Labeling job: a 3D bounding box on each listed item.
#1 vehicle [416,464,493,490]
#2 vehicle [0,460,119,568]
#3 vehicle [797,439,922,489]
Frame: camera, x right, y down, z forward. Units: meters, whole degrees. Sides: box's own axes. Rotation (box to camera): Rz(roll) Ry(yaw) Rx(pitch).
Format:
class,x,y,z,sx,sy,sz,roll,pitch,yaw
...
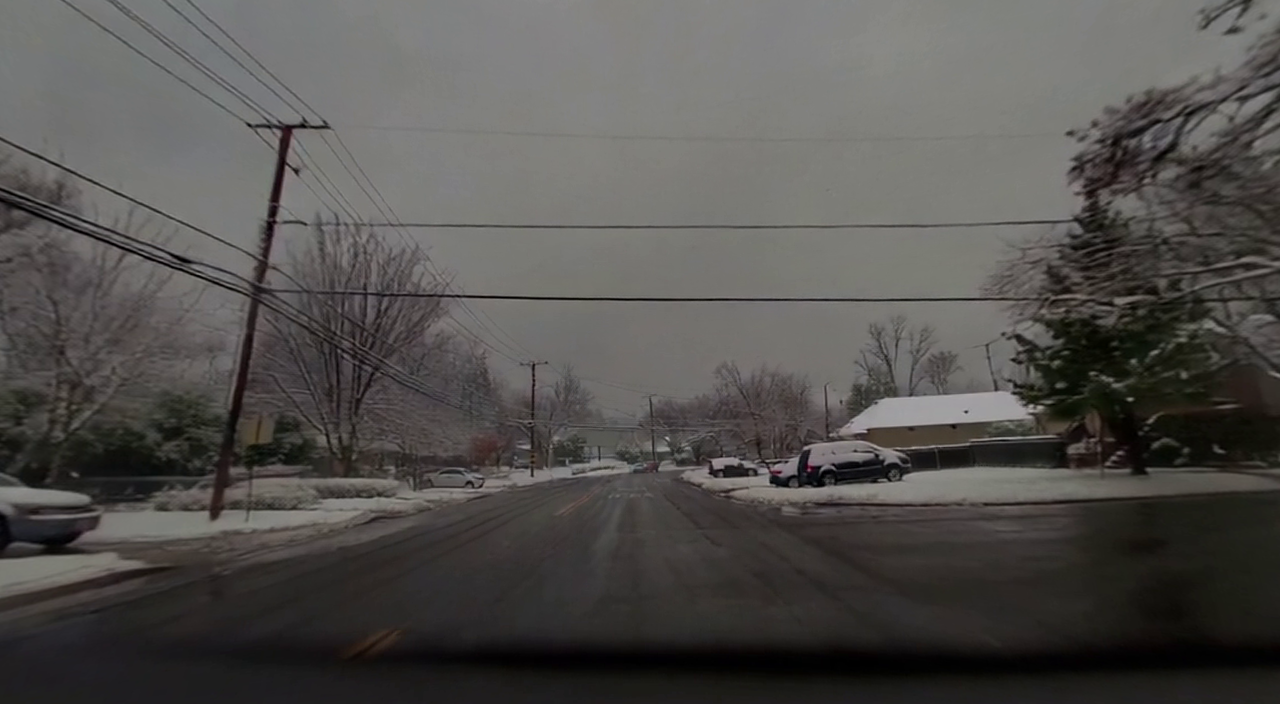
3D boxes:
class,x,y,z,sx,sy,sz,roll,pitch,yaw
vehicle,-11.924,8.076,40.826,4.243,1.598,2.003,-1,-10,3
vehicle,-12.915,2.997,11.984,4.245,1.821,1.918,0,-9,-2
vehicle,9.268,4.753,26.977,4.557,2.012,1.917,0,-9,-3
